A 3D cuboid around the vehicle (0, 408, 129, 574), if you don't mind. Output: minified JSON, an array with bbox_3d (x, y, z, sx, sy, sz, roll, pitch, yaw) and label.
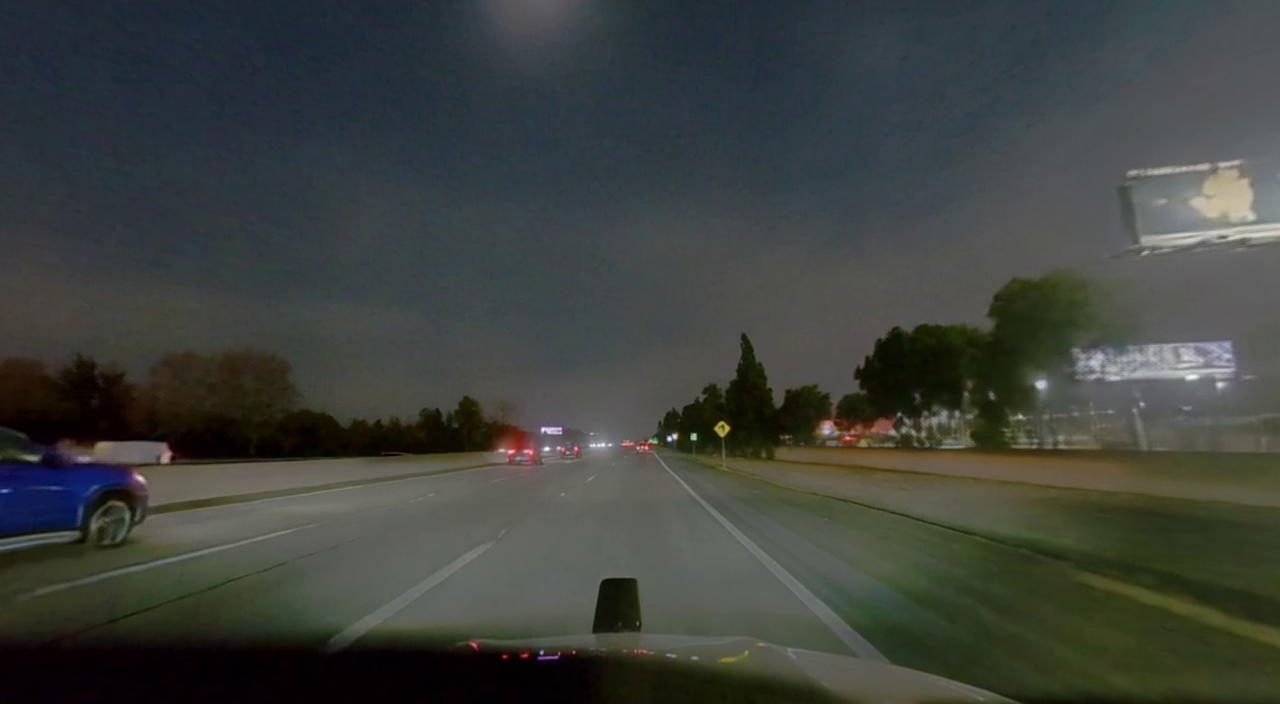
[{"bbox_3d":[-7.585,1.283,5.552,2.055,1.683,4.804,0,-9,0],"label":"vehicle"}]

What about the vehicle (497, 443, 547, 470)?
[{"bbox_3d":[-7.013,6.262,37.944,2.008,1.520,4.731,0,-9,1],"label":"vehicle"}]
